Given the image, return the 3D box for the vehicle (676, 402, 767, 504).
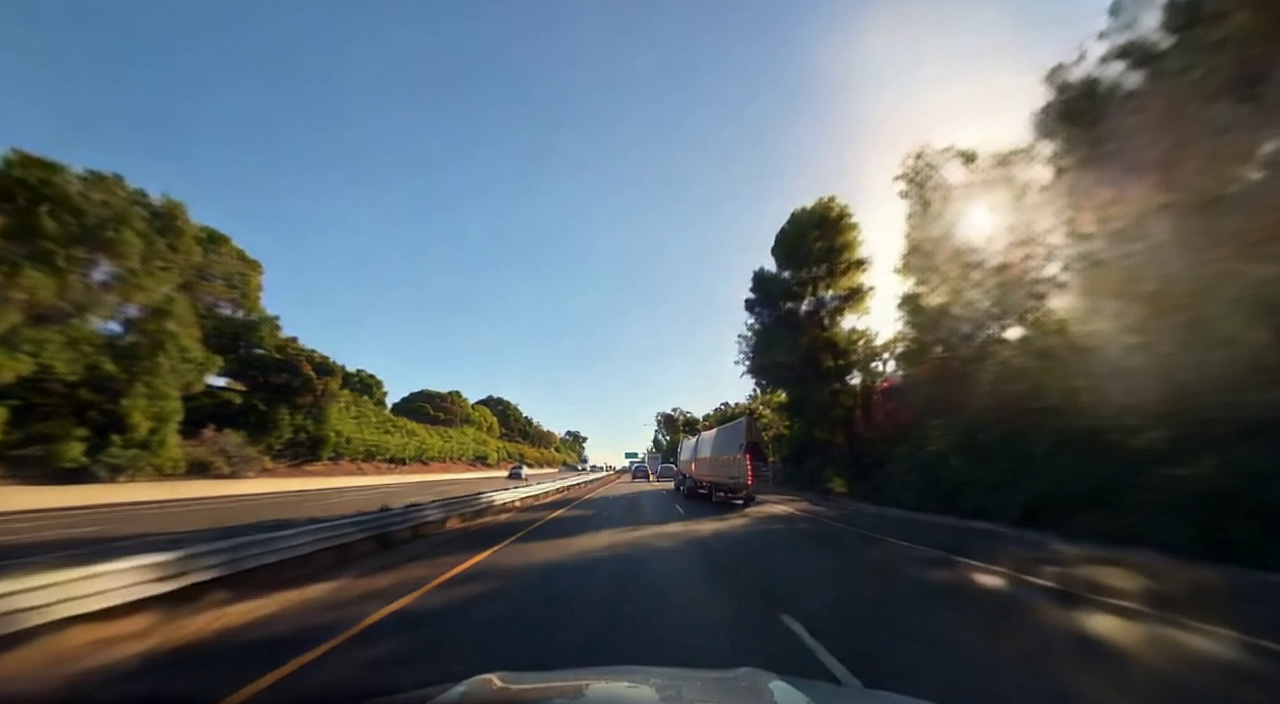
[{"bbox_3d":[3.695,5.356,32.613,2.863,4.088,14.040,1,-10,0],"label":"vehicle"}]
